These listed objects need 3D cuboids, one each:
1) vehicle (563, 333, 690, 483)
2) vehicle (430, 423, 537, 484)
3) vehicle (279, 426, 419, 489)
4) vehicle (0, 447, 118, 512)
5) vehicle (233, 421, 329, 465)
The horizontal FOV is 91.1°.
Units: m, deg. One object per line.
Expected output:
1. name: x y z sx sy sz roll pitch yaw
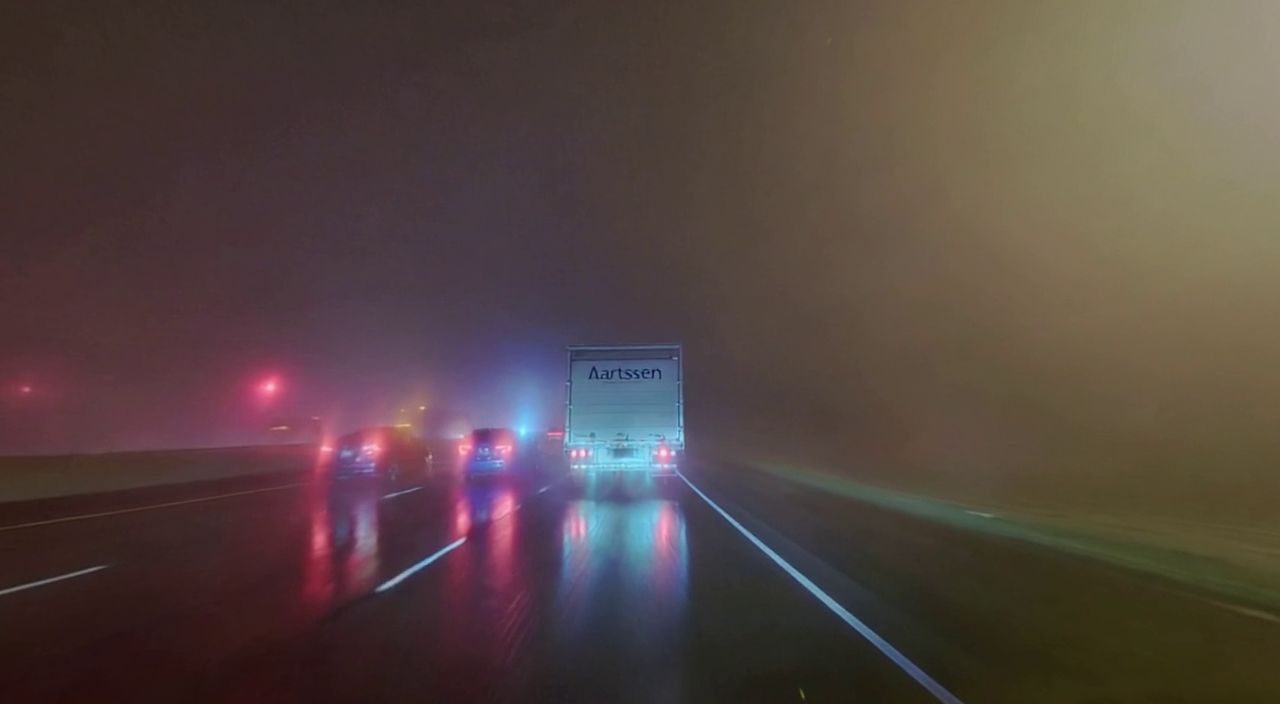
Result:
1. vehicle: -0.467 2.223 22.635 3.442 4.106 10.719 0 -8 -1
2. vehicle: -4.679 3.109 19.678 2.052 1.639 4.894 0 -8 1
3. vehicle: -8.069 2.934 17.977 1.944 1.565 4.383 0 -8 0
4. vehicle: -16.309 3.238 16.160 1.813 1.497 4.717 0 -8 -1
5. vehicle: -23.980 6.100 42.453 2.292 2.693 6.952 0 -8 1
